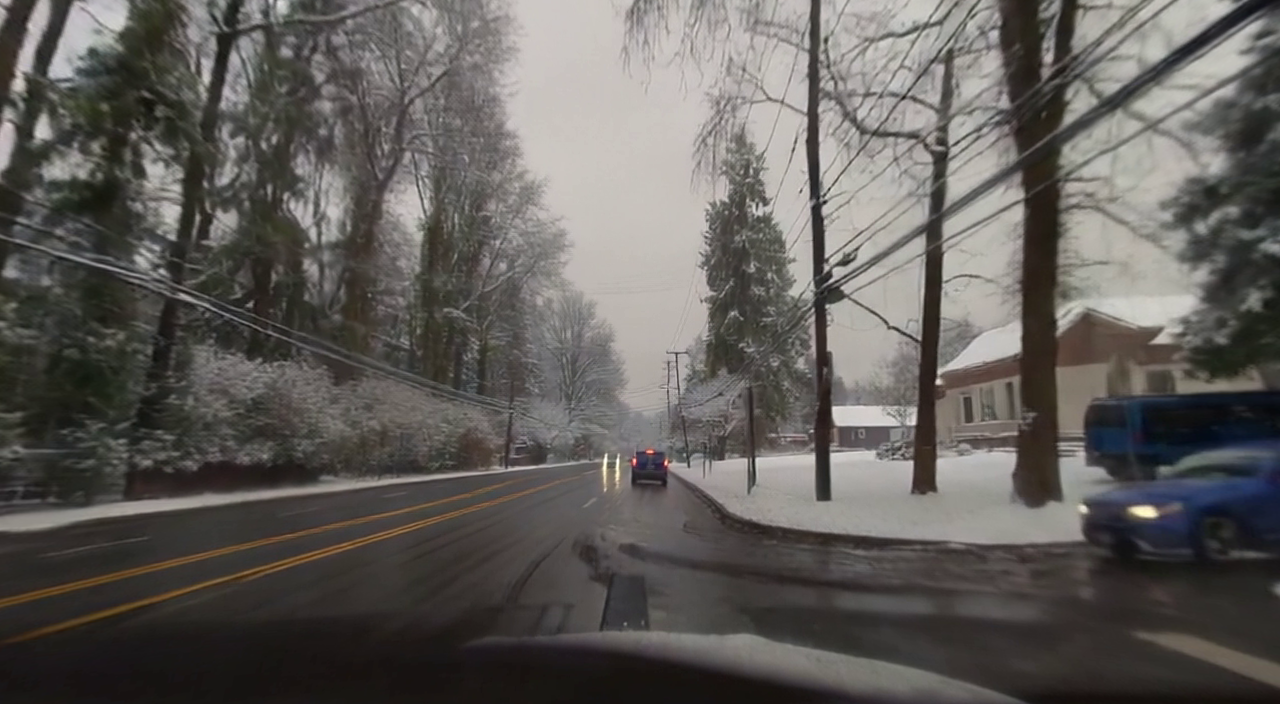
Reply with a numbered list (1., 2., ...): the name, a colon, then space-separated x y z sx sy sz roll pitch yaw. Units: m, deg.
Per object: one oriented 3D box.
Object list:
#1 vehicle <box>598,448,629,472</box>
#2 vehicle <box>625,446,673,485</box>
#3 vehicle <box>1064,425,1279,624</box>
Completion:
1. vehicle: -2.017 8.411 49.103 2.157 1.765 4.303 0 -9 2
2. vehicle: 0.433 5.378 30.178 2.120 1.718 3.909 0 -9 1
3. vehicle: 6.759 1.419 5.606 4.543 1.472 1.830 0 -9 3
